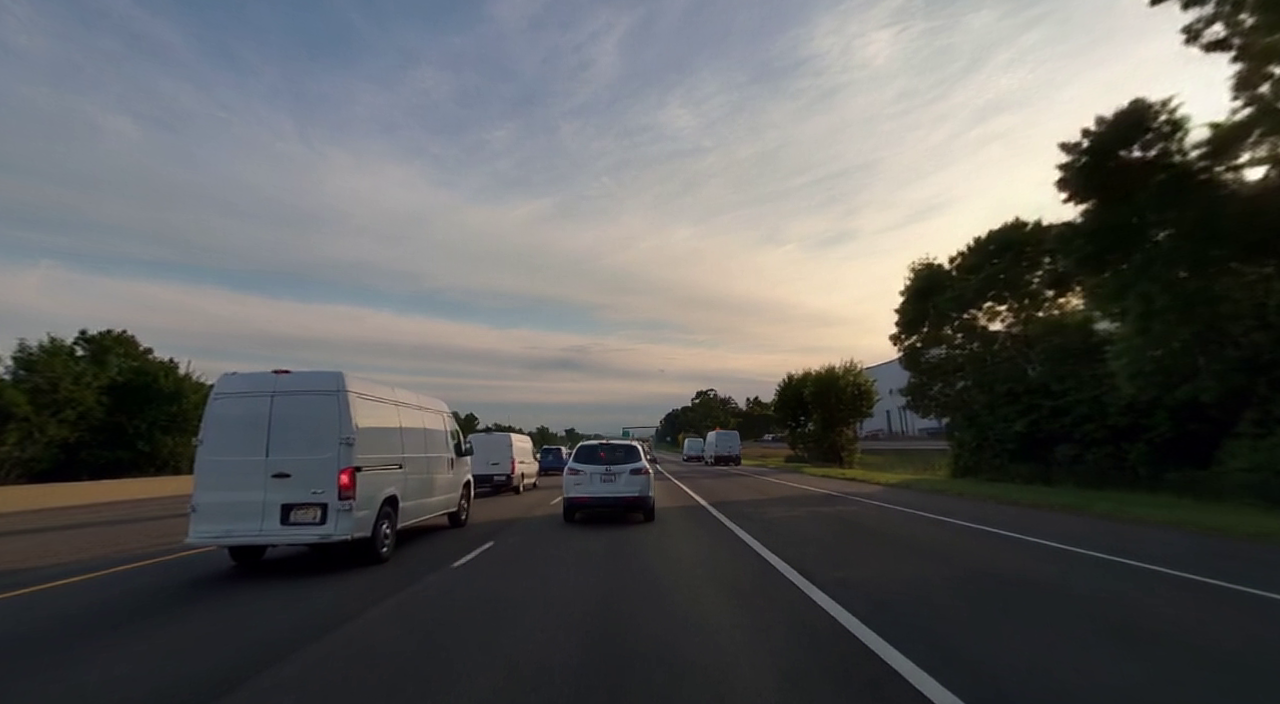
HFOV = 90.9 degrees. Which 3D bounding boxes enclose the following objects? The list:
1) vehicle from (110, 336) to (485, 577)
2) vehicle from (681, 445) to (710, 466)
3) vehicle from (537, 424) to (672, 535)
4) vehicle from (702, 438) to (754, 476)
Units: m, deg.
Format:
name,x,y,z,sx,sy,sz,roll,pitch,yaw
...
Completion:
name,x,y,z,sx,sy,sz,roll,pitch,yaw
vehicle,-4.579,1.649,10.372,2.248,2.626,6.837,0,-9,0
vehicle,4.185,7.914,48.132,1.874,1.512,3.723,0,-9,-1
vehicle,-0.561,2.278,11.750,2.093,1.695,3.782,0,-9,0
vehicle,4.346,5.277,31.754,2.003,1.754,4.134,0,-9,0
